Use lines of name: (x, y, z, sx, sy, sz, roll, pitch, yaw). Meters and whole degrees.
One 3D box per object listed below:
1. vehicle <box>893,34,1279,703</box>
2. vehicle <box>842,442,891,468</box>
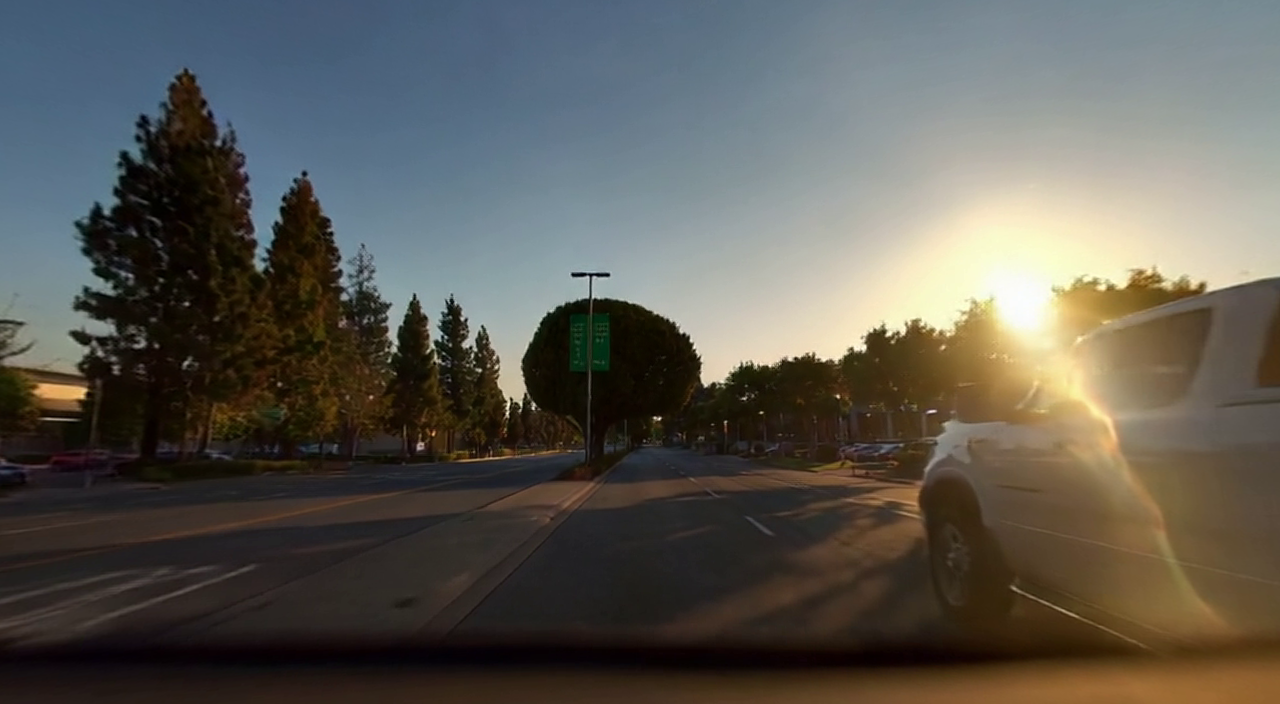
vehicle: (3.294, 0.339, 2.149, 2.484, 2.642, 5.990, 0, -8, 2)
vehicle: (16.880, 7.678, 47.122, 1.882, 1.699, 4.367, -2, -7, -2)
